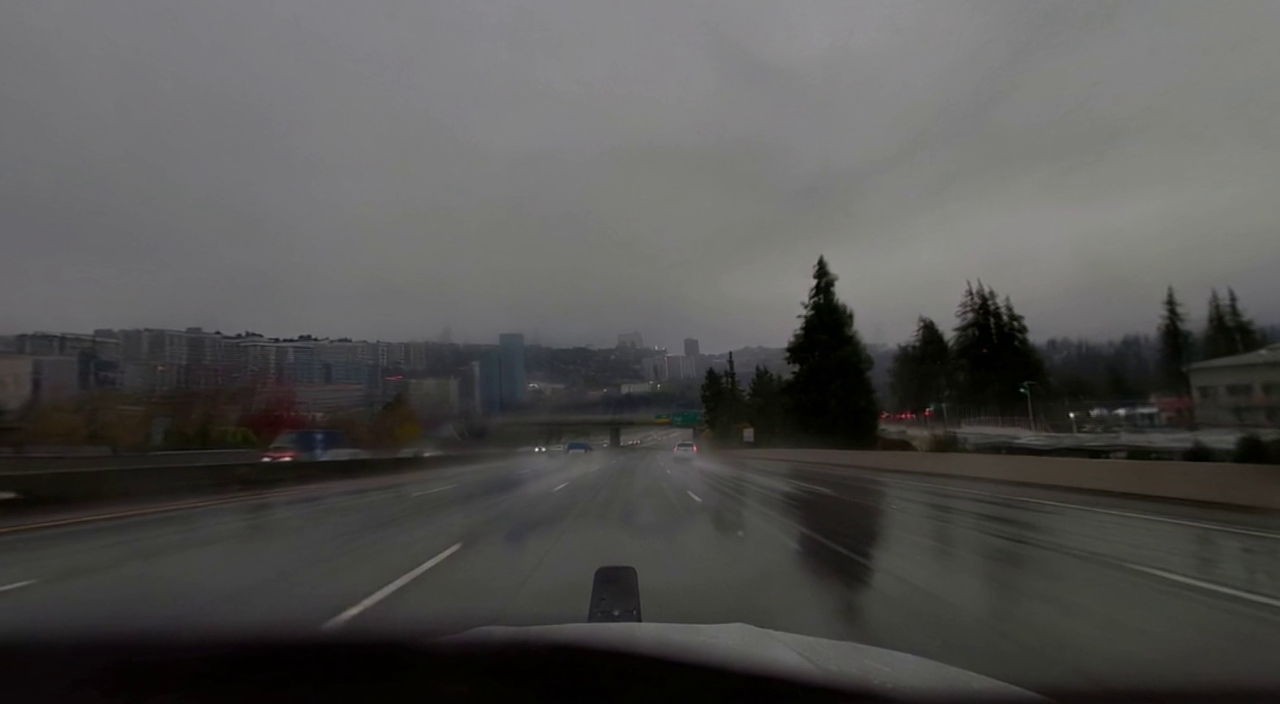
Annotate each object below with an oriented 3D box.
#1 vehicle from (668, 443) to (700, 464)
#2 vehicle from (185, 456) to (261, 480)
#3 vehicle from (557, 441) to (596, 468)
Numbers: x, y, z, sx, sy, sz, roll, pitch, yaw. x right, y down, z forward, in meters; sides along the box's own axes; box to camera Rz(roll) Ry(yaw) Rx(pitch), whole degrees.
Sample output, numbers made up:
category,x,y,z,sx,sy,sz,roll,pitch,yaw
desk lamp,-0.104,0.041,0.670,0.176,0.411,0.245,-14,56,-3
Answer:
category,x,y,z,sx,sy,sz,roll,pitch,yaw
vehicle,3.154,7.404,46.194,1.967,1.475,4.080,0,-8,-2
vehicle,-27.684,7.691,42.165,1.841,1.457,4.742,0,-8,0
vehicle,-4.291,7.009,43.416,2.179,1.693,4.204,0,-8,1
